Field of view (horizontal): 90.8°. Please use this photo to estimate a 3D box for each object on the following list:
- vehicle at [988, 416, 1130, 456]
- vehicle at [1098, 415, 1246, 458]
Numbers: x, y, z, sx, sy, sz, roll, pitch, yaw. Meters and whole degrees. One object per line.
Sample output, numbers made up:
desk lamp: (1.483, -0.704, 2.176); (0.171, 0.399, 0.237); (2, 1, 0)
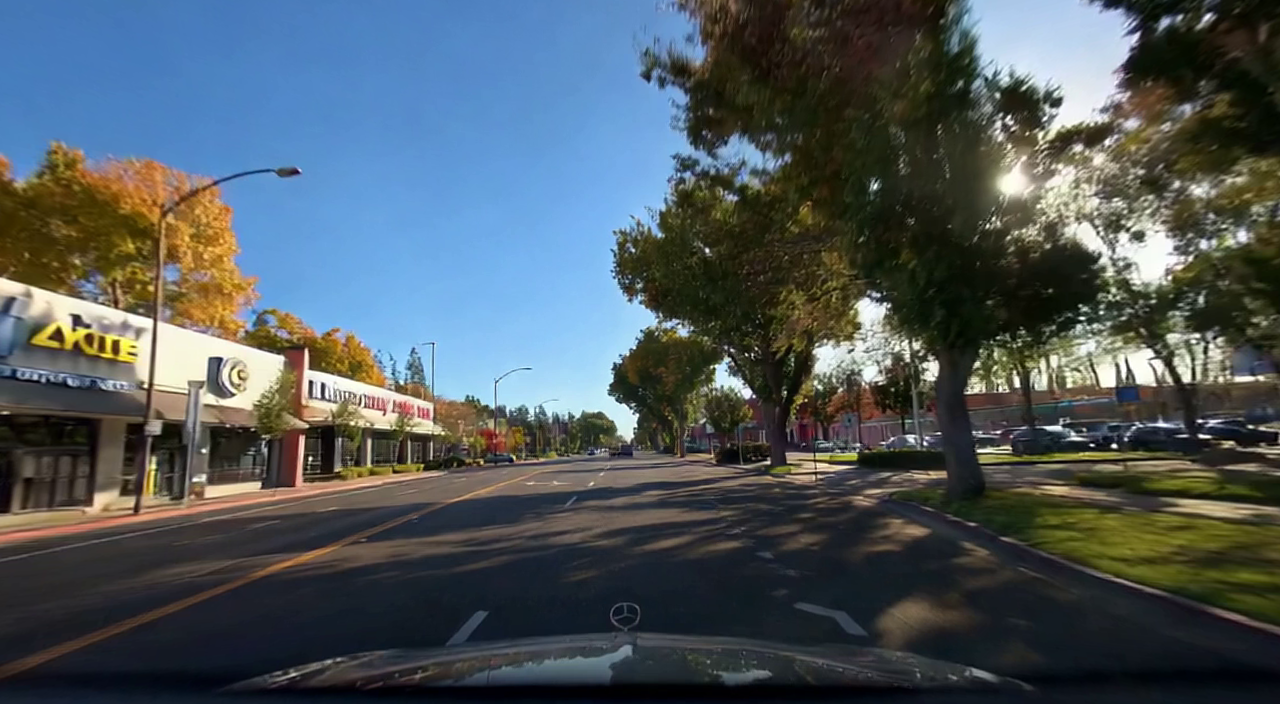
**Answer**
vehicle: (23.323, 4.724, 35.384); (6.239, 2.118, 2.380); (0, -8, -1)
vehicle: (23.874, 3.832, 28.494); (4.716, 1.834, 2.119); (0, -8, -1)
